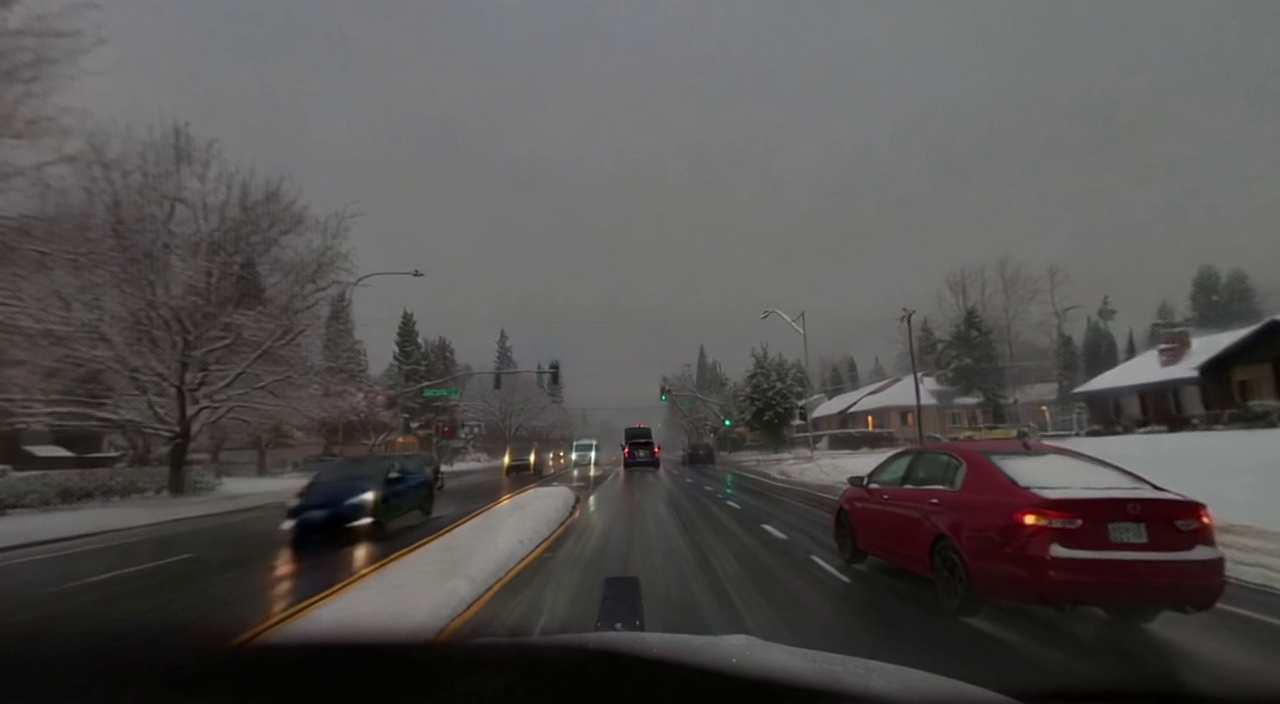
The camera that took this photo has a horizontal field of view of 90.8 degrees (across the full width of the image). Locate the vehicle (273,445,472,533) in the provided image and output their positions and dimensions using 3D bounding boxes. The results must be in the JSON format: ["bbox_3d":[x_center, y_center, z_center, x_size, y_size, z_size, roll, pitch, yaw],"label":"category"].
[{"bbox_3d":[-5.316,2.761,13.503,2.193,1.502,4.913,0,-9,-1],"label":"vehicle"}]

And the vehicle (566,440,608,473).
[{"bbox_3d":[-2.994,6.019,36.611,2.083,1.741,5.530,0,-9,-1],"label":"vehicle"}]

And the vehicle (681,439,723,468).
[{"bbox_3d":[4.112,6.813,42.602,2.187,1.847,4.553,0,-9,-2],"label":"vehicle"}]

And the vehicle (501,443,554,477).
[{"bbox_3d":[-6.362,6.164,36.323,2.146,1.768,4.664,0,-9,0],"label":"vehicle"}]

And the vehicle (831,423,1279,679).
[{"bbox_3d":[3.474,1.472,5.886,1.973,1.447,4.402,0,-8,0],"label":"vehicle"}]

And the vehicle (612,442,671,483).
[{"bbox_3d":[0.045,4.312,24.946,2.114,1.483,4.207,0,-9,0],"label":"vehicle"}]
